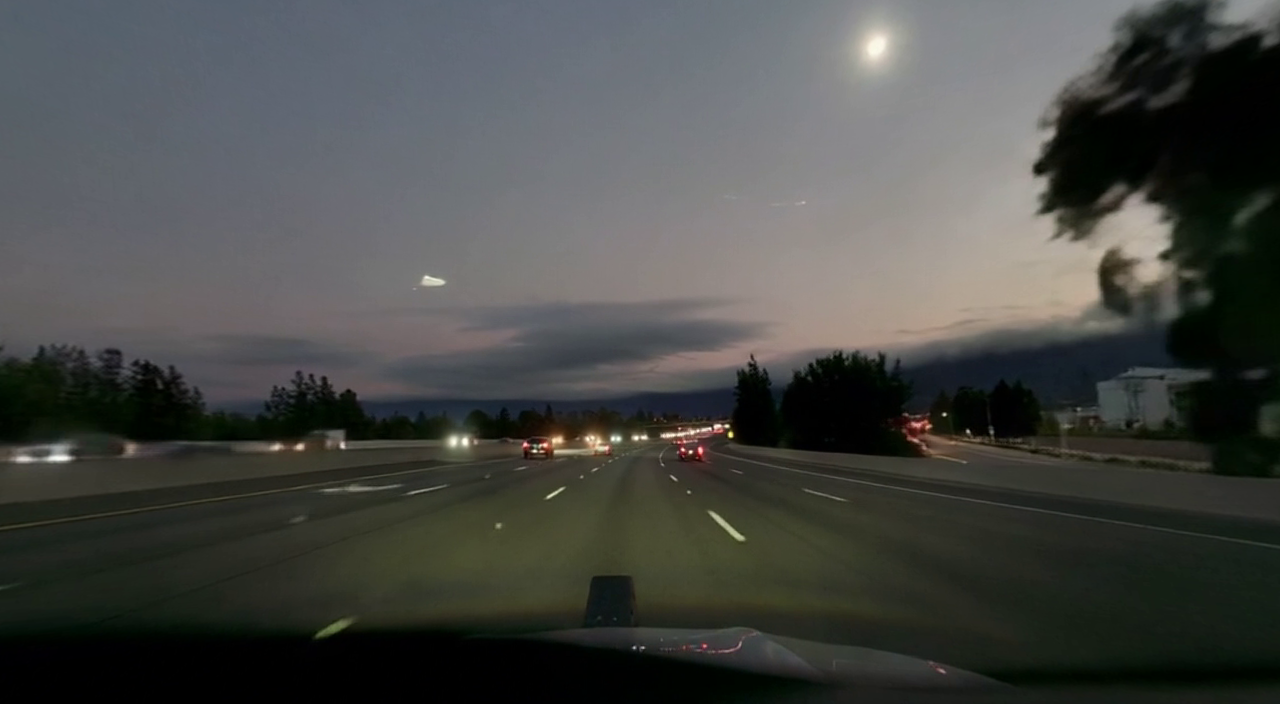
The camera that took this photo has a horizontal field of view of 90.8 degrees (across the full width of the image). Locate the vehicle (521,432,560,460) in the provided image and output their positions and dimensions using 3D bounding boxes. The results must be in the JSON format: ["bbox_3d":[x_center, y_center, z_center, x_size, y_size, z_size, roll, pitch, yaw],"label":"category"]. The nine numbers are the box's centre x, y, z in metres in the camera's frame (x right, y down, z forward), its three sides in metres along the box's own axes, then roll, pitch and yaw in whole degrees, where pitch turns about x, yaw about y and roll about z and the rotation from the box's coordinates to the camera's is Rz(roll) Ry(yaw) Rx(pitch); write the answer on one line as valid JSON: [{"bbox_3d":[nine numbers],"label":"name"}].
[{"bbox_3d":[-6.998,6.681,44.925,2.009,1.850,4.338,0,-8,1],"label":"vehicle"}]

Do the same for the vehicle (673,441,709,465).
[{"bbox_3d":[3.227,6.464,40.614,1.967,1.475,4.080,0,-8,0],"label":"vehicle"}]

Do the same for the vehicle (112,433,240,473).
[{"bbox_3d":[-20.049,4.398,27.595,2.005,1.576,4.638,0,-8,1],"label":"vehicle"}]

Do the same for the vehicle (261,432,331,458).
[{"bbox_3d":[-26.592,7.234,49.133,2.136,1.862,5.573,0,-8,2],"label":"vehicle"}]

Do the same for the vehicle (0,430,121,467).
[{"bbox_3d":[-30.411,5.059,33.173,2.033,1.774,4.856,0,-8,1],"label":"vehicle"}]
